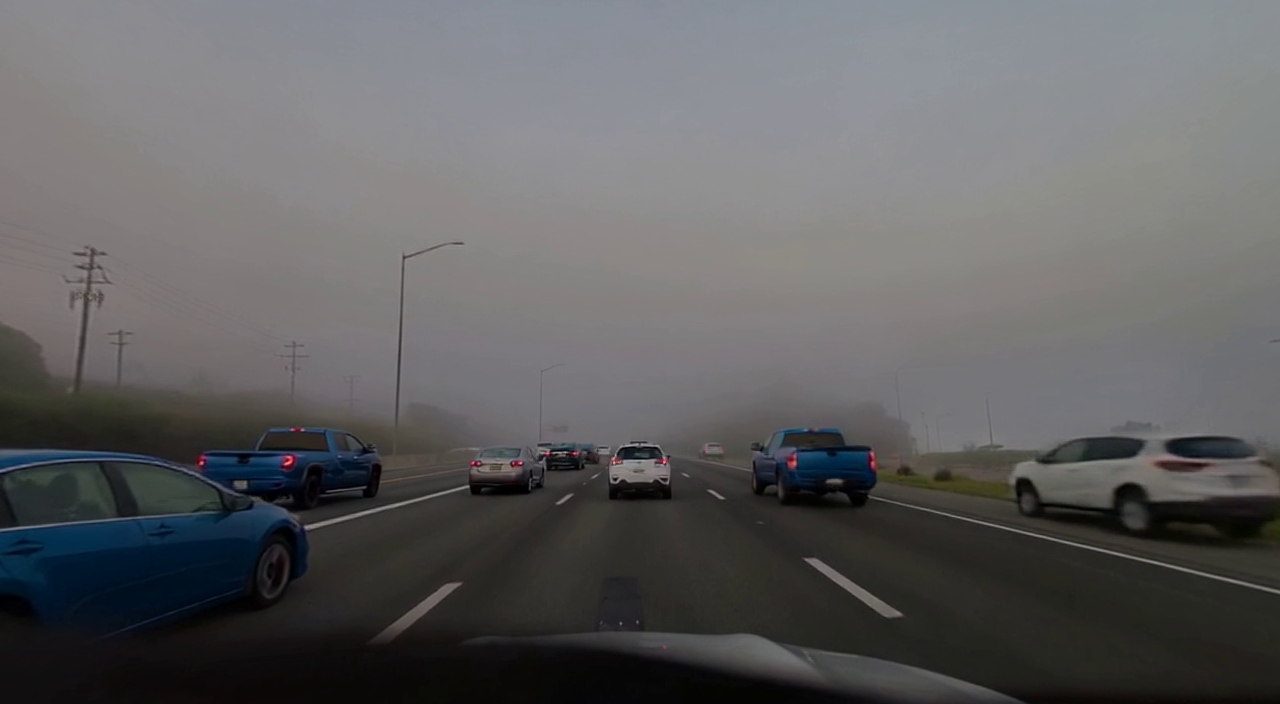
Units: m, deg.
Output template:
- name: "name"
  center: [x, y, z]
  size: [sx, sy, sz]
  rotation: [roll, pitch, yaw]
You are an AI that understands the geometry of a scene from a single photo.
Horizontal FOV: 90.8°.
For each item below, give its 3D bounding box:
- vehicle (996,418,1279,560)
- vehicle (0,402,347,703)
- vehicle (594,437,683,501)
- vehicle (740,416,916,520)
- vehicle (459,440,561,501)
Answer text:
- name: "vehicle"
  center: [7.929, 1.925, 9.745]
  size: [1.969, 1.608, 4.865]
  rotation: [0, -8, -1]
- name: "vehicle"
  center: [-3.773, 1.095, 3.600]
  size: [1.955, 1.481, 4.604]
  rotation: [0, -8, 1]
- name: "vehicle"
  center: [-0.075, 3.096, 17.215]
  size: [2.102, 1.499, 4.439]
  rotation: [0, -8, -1]
- name: "vehicle"
  center: [3.740, 2.435, 13.847]
  size: [2.113, 1.800, 5.376]
  rotation: [0, -8, -1]
- name: "vehicle"
  center: [-3.407, 3.176, 17.409]
  size: [1.899, 1.437, 4.131]
  rotation: [0, -8, 1]
